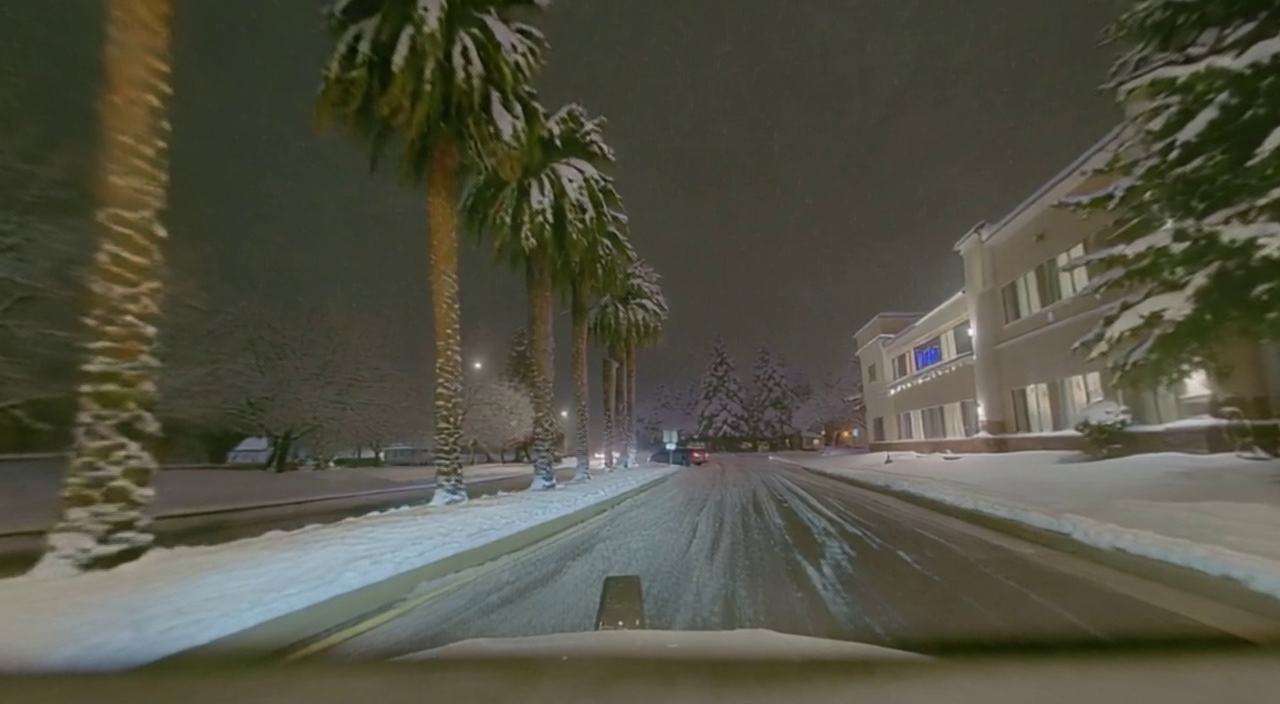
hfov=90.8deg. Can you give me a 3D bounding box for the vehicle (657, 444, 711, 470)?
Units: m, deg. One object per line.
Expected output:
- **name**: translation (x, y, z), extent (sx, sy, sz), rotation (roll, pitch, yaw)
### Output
- **vehicle**: translation (3.275, 7.959, 47.949), extent (2.174, 1.863, 4.651), rotation (3, -9, -23)
